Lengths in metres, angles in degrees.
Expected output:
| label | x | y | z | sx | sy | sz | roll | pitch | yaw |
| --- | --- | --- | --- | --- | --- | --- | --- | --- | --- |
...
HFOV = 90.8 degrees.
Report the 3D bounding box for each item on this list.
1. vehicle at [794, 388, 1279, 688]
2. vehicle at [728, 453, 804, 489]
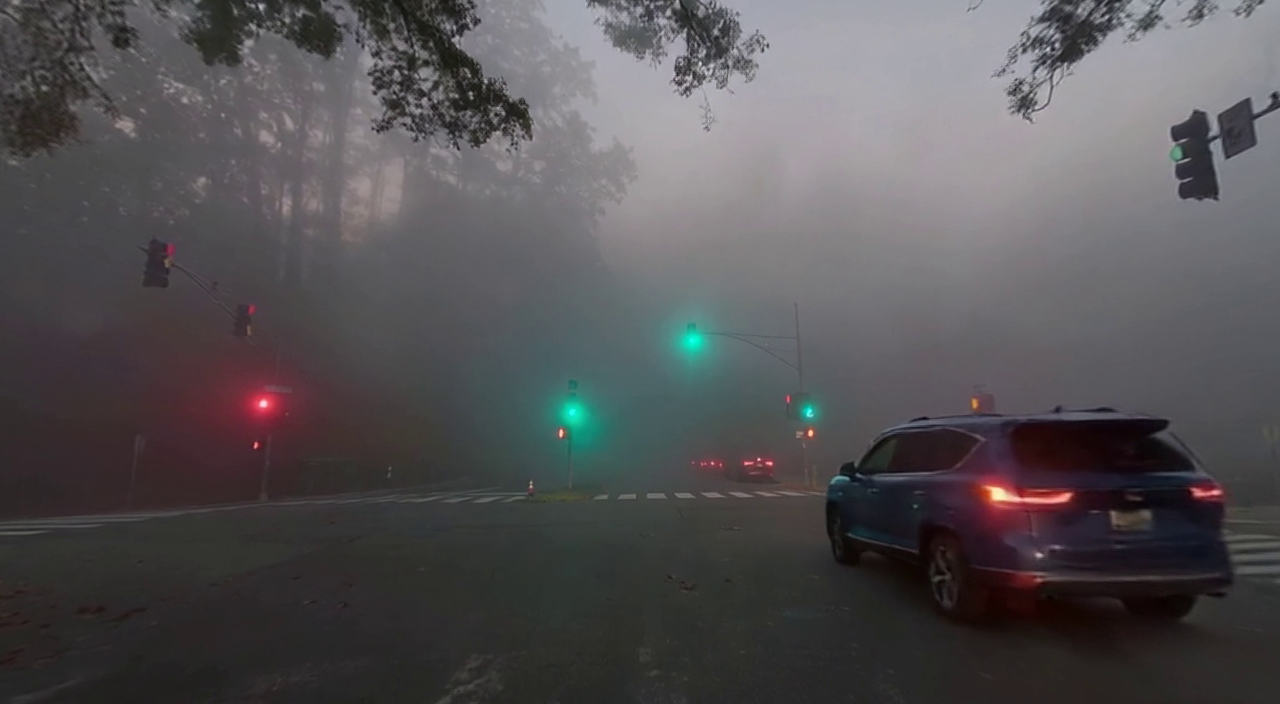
| label | x | y | z | sx | sy | sz | roll | pitch | yaw |
| --- | --- | --- | --- | --- | --- | --- | --- | --- | --- |
| vehicle | 3.184 | 1.389 | 5.986 | 2.140 | 1.655 | 4.786 | 0 | -9 | -1 |
| vehicle | 8.846 | 8.444 | 45.371 | 2.771 | 2.214 | 7.159 | 2 | -9 | -12 |
